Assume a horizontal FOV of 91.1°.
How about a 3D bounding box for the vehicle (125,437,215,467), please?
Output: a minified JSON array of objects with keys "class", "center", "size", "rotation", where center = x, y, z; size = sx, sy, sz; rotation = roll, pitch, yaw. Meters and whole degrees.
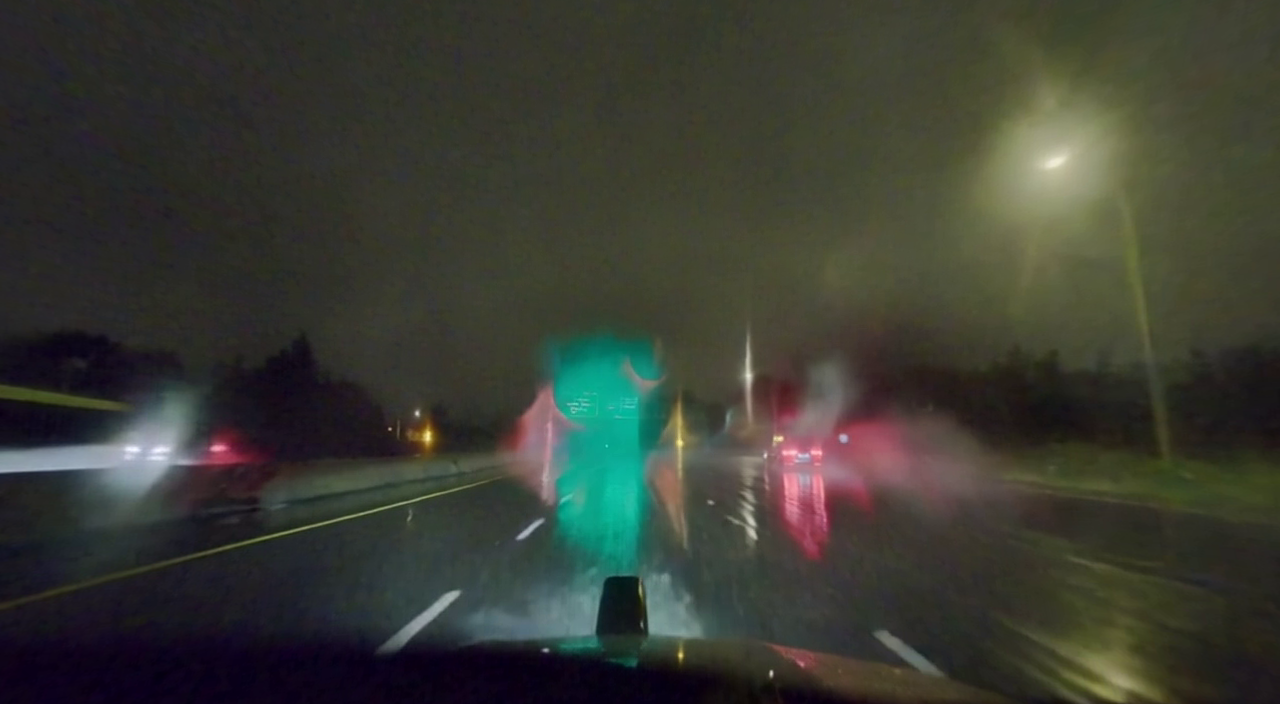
[{"class":"vehicle","center":[-29.344,6.253,39.420],"size":[1.985,1.683,4.834],"rotation":[0,-8,-1]}]
